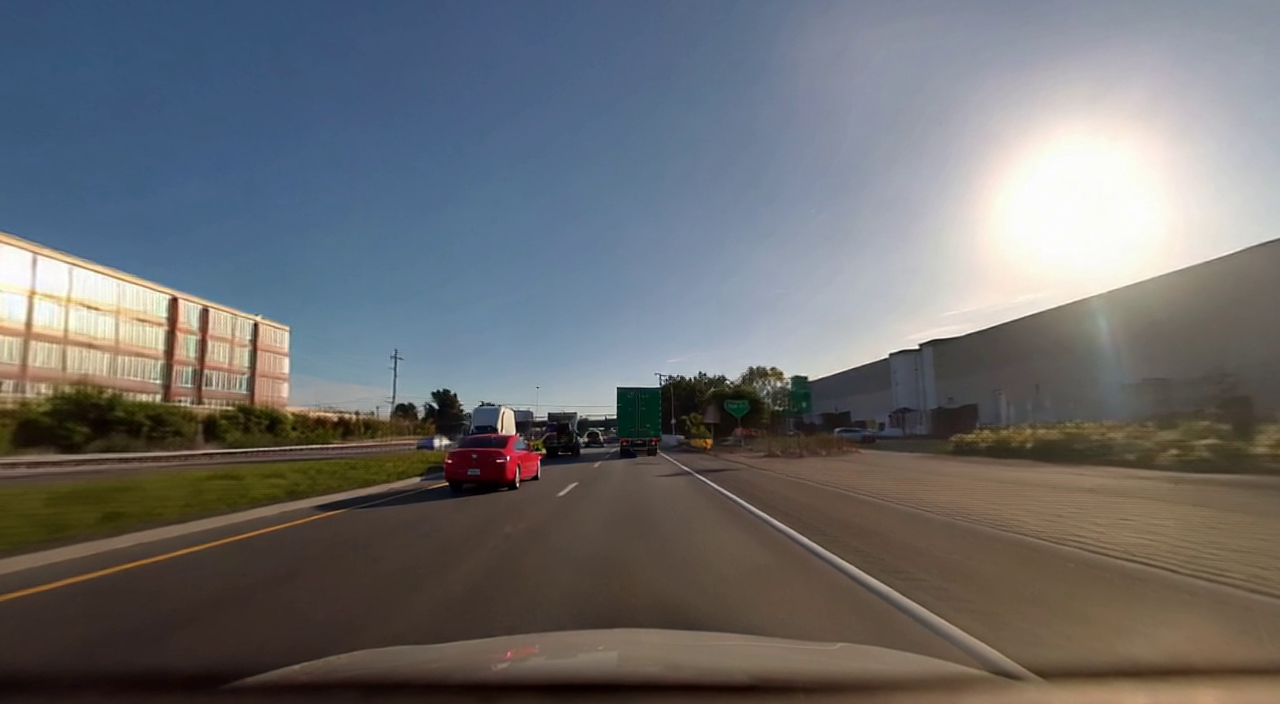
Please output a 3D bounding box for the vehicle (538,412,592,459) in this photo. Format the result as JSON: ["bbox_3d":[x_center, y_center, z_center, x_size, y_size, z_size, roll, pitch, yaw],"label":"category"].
[{"bbox_3d":[-4.617,5.338,40.102,2.717,2.714,6.997,0,-8,-2],"label":"vehicle"}]

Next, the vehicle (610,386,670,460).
[{"bbox_3d":[-0.127,4.593,39.875,3.259,4.066,9.891,0,-8,-2],"label":"vehicle"}]

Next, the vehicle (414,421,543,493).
[{"bbox_3d":[-4.060,2.731,16.885,2.005,1.602,5.131,0,-8,1],"label":"vehicle"}]
